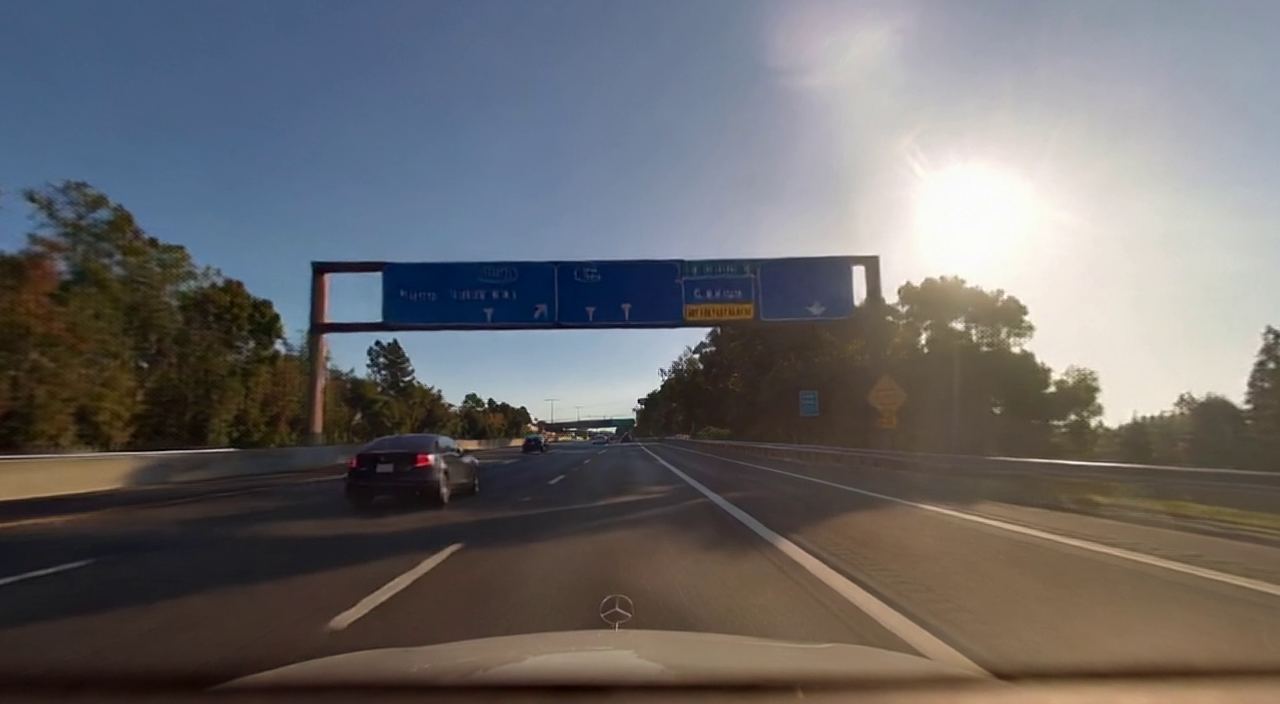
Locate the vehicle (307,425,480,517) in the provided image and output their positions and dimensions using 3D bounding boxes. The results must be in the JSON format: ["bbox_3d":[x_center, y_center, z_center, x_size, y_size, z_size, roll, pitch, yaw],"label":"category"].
[{"bbox_3d":[-4.565,2.219,12.340,1.912,1.495,3.703,0,-8,-1],"label":"vehicle"}]
